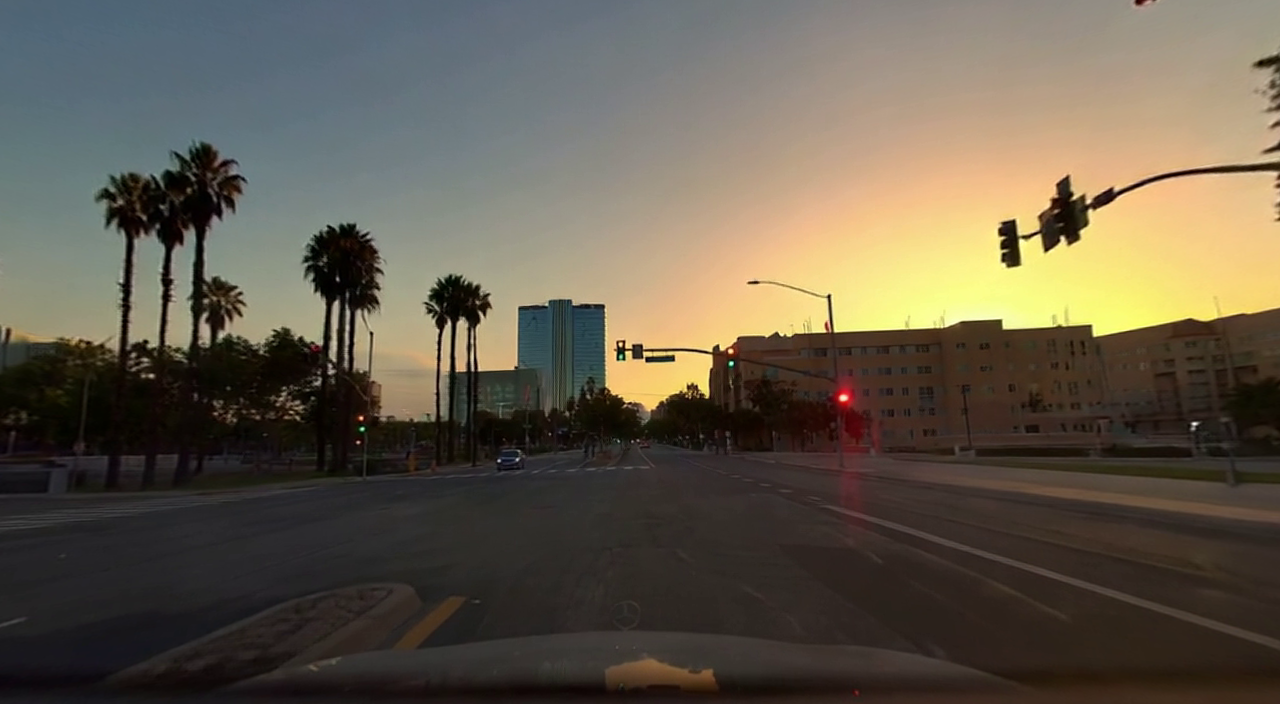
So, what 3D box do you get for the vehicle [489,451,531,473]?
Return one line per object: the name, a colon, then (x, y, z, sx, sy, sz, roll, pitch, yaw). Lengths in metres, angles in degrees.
vehicle: (-9.416, 8.022, 46.118, 2.149, 1.477, 4.186, 0, -9, 0)
